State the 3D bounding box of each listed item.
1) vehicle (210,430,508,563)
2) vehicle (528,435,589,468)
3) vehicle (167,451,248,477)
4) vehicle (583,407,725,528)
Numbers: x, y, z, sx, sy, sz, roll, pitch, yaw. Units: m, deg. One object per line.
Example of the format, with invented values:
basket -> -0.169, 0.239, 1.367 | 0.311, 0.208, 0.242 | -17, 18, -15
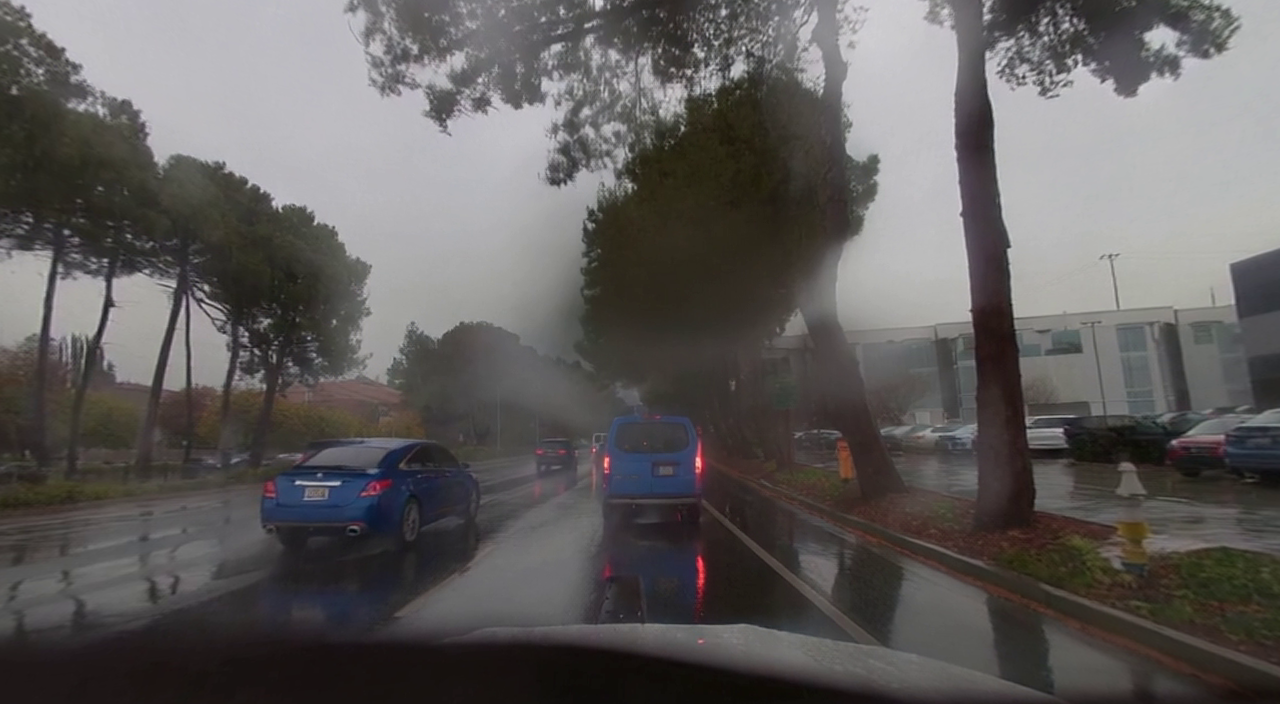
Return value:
vehicle -> -3.671, 1.975, 9.526 | 1.991, 1.459, 4.813 | -1, -9, 4
vehicle -> -4.456, 5.519, 35.183 | 2.116, 1.714, 4.757 | -1, -9, 9
vehicle -> -32.779, 8.456, 48.099 | 1.977, 1.788, 4.978 | -2, -9, 13
vehicle -> 0.291, 2.087, 11.824 | 2.173, 1.830, 4.189 | 0, -9, 2
